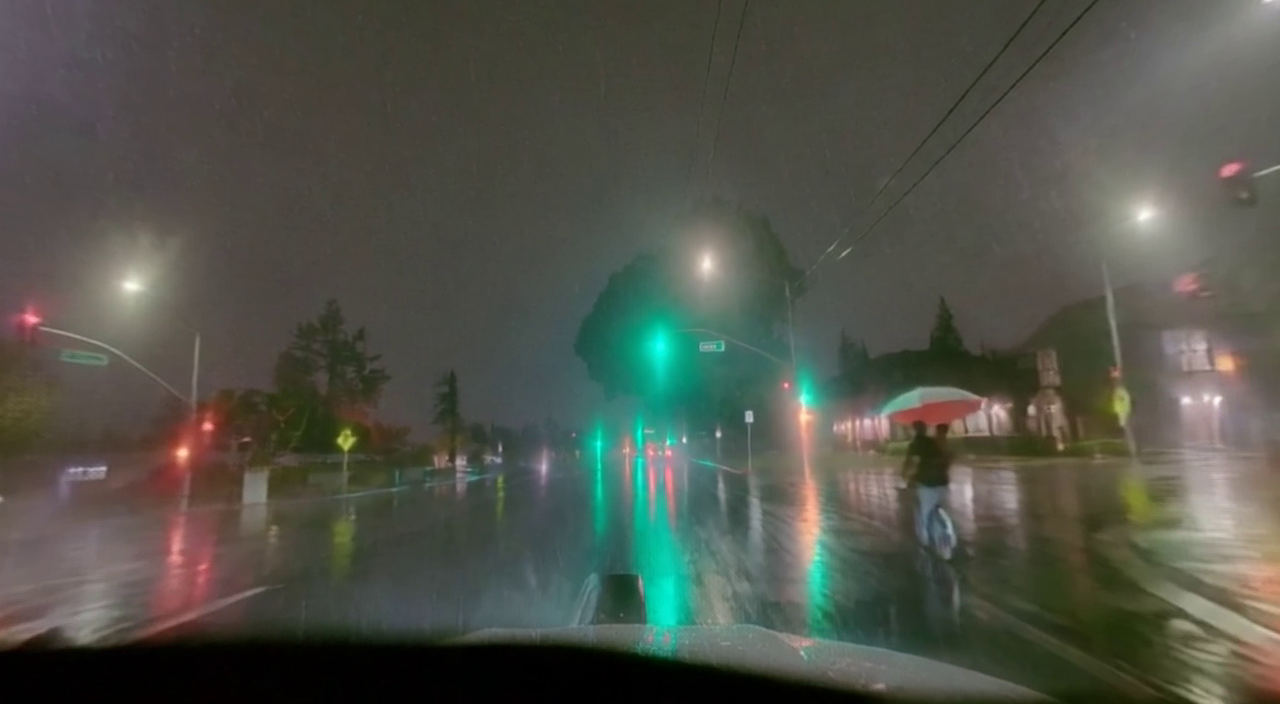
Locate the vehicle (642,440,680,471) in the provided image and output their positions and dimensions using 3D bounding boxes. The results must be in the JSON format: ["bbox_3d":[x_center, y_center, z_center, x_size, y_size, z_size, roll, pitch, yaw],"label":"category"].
[{"bbox_3d":[1.328,6.490,39.769,2.215,1.799,4.426,-1,-9,2],"label":"vehicle"}]

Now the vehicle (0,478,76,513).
[{"bbox_3d":[-31.785,7.298,32.242,1.816,1.475,4.497,0,-9,0],"label":"vehicle"}]
